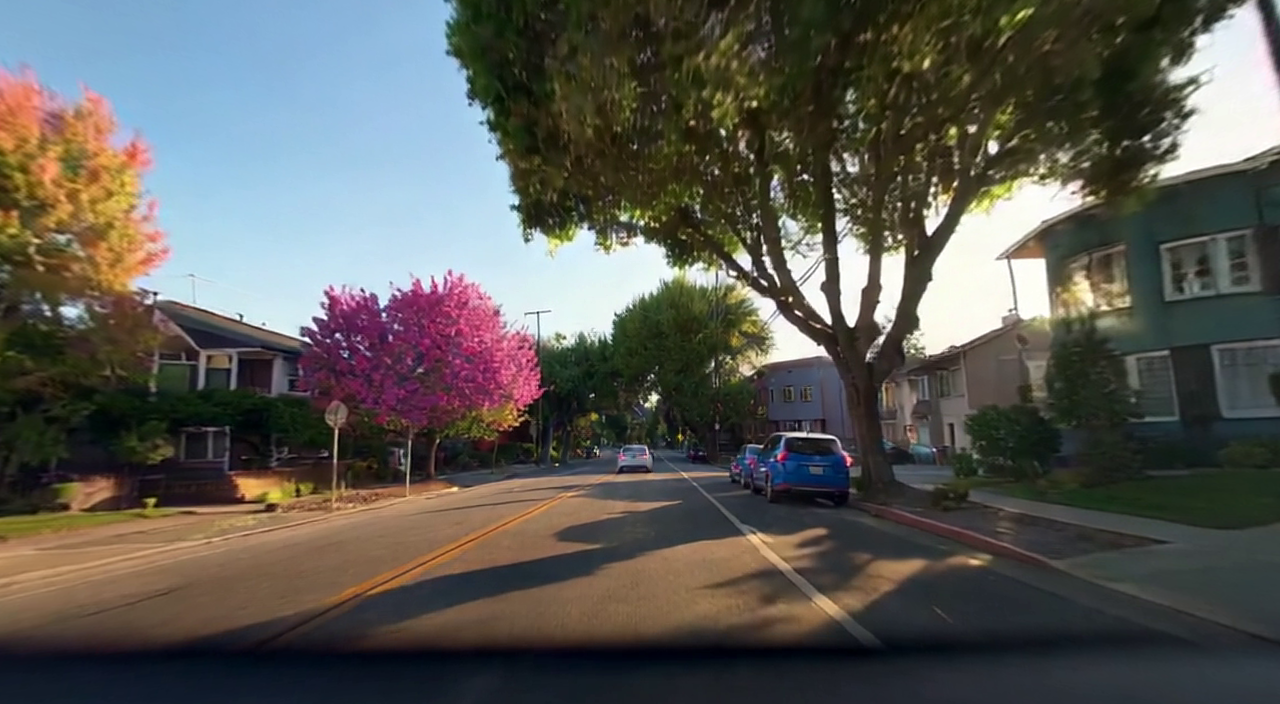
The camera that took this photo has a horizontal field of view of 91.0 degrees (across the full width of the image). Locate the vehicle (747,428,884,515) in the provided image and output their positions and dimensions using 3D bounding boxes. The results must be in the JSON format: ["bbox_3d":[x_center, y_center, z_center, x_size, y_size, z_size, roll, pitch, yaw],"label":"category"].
[{"bbox_3d":[4.164,2.903,15.973,2.100,1.830,5.040,0,-8,1],"label":"vehicle"}]

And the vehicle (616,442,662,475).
[{"bbox_3d":[-0.004,5.126,30.618,2.104,1.500,3.815,0,-8,1],"label":"vehicle"}]

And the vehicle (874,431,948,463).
[{"bbox_3d":[15.088,5.328,35.314,1.919,1.677,4.590,0,-8,-3],"label":"vehicle"}]

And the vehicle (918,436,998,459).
[{"bbox_3d":[21.383,6.470,42.444,4.311,1.466,2.006,-1,-10,5],"label":"vehicle"}]

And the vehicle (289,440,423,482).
[{"bbox_3d":[-15.372,5.945,34.376,6.278,1.911,2.173,-3,-10,0],"label":"vehicle"}]
